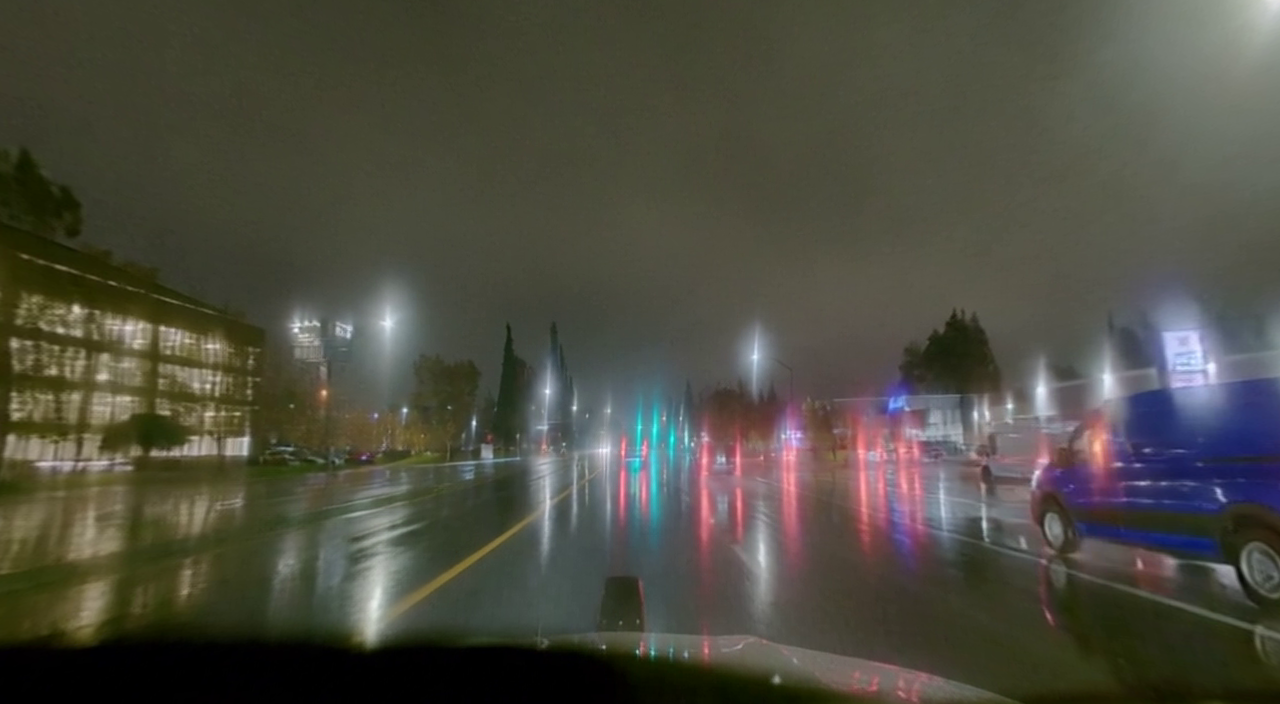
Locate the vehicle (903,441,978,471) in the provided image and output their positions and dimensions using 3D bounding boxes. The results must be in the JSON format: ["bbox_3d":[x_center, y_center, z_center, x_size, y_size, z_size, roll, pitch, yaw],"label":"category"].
[{"bbox_3d":[17.130,5.926,36.287,2.065,1.603,4.264,0,-8,-2],"label":"vehicle"}]

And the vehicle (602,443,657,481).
[{"bbox_3d":[-0.453,4.505,26.154,2.095,1.456,3.873,0,-8,-1],"label":"vehicle"}]

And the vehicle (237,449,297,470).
[{"bbox_3d":[-29.133,8.392,49.515,1.877,1.455,4.629,0,-8,0],"label":"vehicle"}]

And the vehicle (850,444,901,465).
[{"bbox_3d":[18.297,7.981,49.370,2.017,1.466,4.733,0,-8,-3],"label":"vehicle"}]

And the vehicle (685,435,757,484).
[{"bbox_3d":[3.001,4.100,24.354,2.047,1.711,4.265,0,-8,-2],"label":"vehicle"}]

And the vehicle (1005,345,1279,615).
[{"bbox_3d":[6.377,1.136,5.853,2.573,2.127,5.568,0,-8,-1],"label":"vehicle"}]
